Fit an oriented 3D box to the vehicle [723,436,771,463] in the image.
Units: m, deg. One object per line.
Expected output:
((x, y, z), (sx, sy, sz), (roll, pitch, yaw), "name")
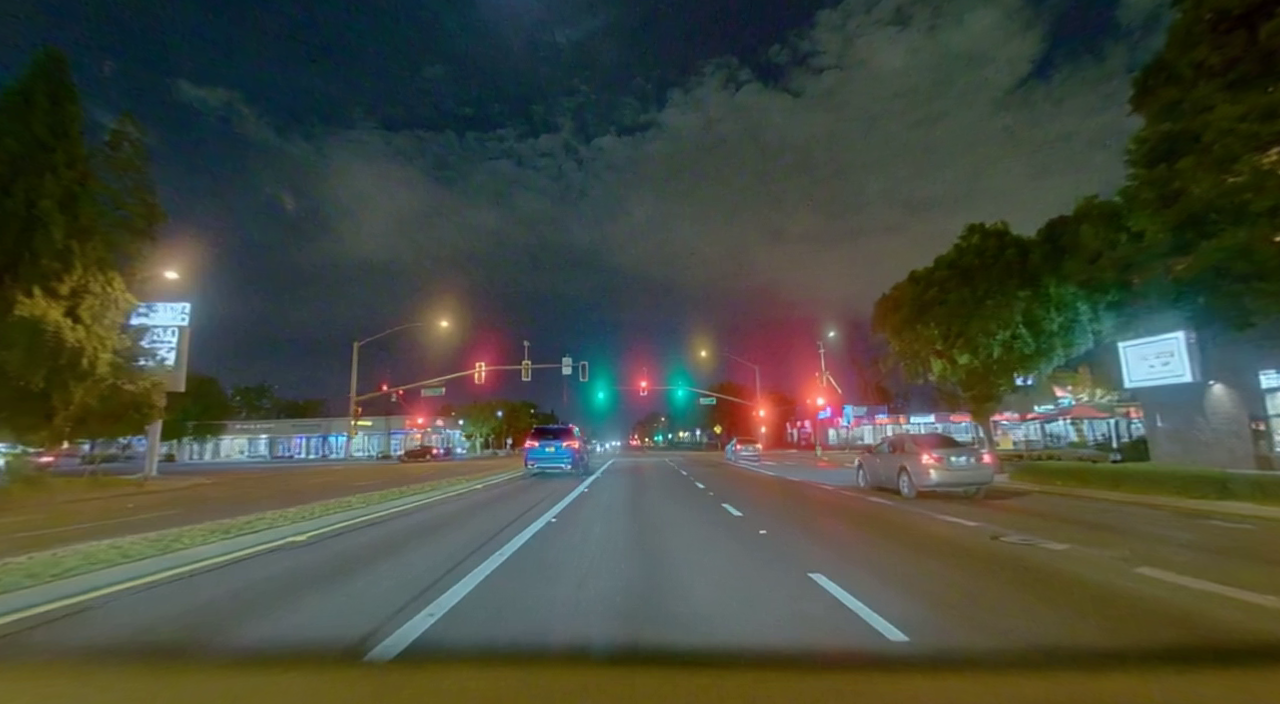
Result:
((6.419, 5.896, 38.372), (1.972, 1.476, 4.775), (0, -8, -2), "vehicle")

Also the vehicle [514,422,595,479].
((-3.047, 3.669, 23.670), (2.313, 1.883, 5.016), (0, -8, 0), "vehicle")

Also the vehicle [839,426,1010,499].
((6.797, 2.702, 15.852), (2.014, 1.539, 4.852), (0, -8, 0), "vehicle")
